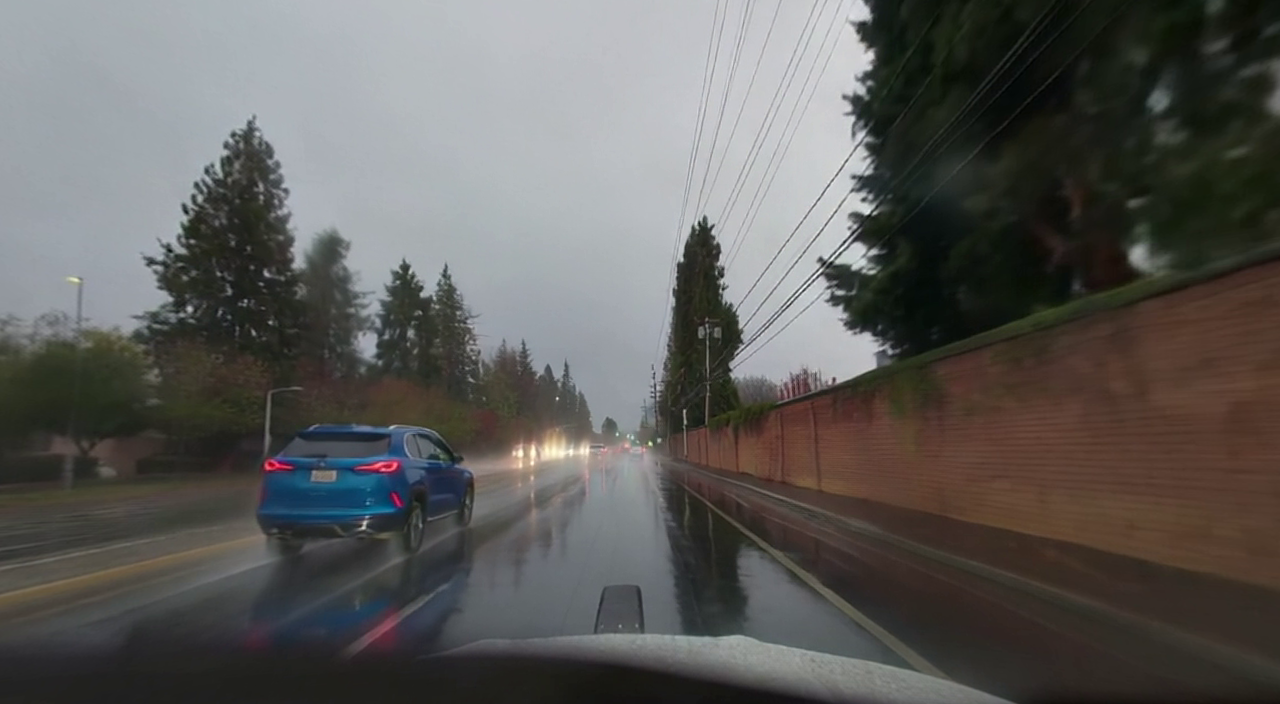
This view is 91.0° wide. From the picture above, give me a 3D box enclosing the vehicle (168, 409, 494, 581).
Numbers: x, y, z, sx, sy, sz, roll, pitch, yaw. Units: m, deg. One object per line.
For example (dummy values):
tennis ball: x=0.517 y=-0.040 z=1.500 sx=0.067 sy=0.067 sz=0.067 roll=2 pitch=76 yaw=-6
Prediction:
vehicle: x=-3.660 y=1.781 z=8.704 sx=2.147 sy=1.730 sz=4.555 roll=0 pitch=-8 yaw=0
